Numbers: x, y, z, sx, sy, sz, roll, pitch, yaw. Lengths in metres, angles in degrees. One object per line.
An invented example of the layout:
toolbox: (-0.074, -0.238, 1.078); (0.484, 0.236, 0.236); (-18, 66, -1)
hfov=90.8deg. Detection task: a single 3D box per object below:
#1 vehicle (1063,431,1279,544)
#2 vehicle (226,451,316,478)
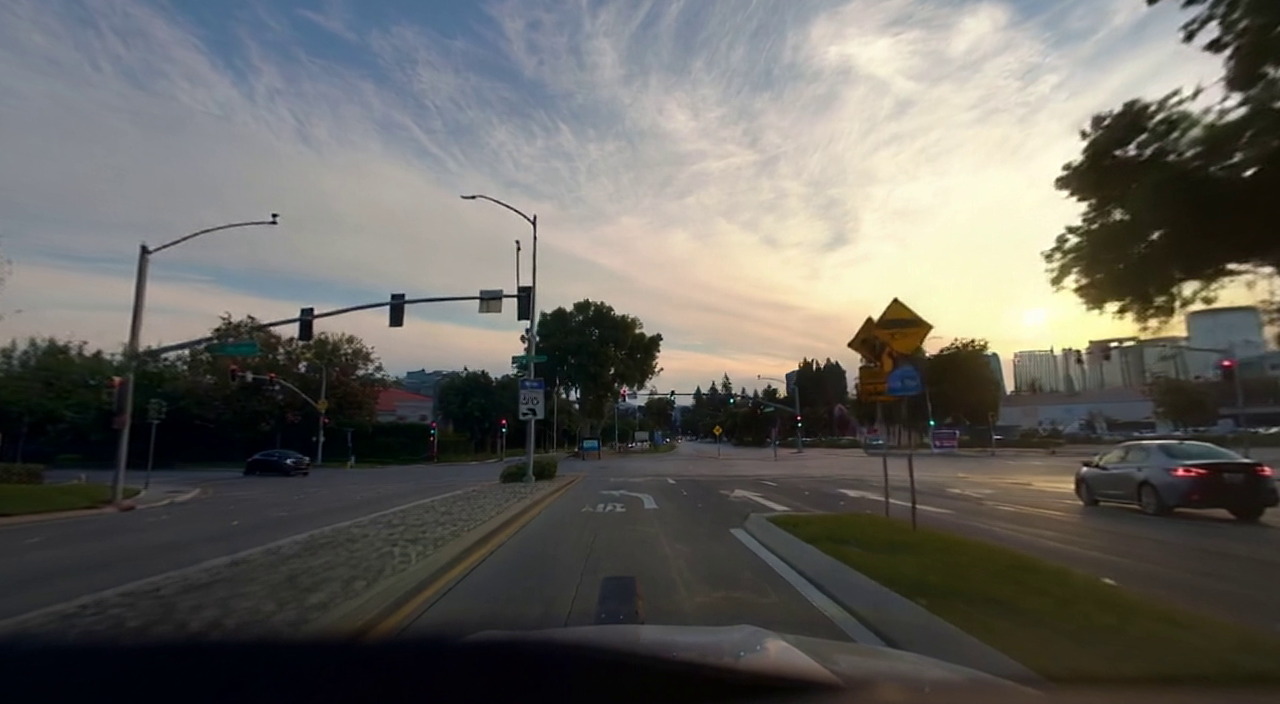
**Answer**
vehicle: (9.540, 2.116, 10.446); (1.933, 1.500, 4.458); (0, -9, -1)
vehicle: (-24.925, 7.592, 42.809); (4.706, 1.734, 2.253); (-1, -9, 5)
